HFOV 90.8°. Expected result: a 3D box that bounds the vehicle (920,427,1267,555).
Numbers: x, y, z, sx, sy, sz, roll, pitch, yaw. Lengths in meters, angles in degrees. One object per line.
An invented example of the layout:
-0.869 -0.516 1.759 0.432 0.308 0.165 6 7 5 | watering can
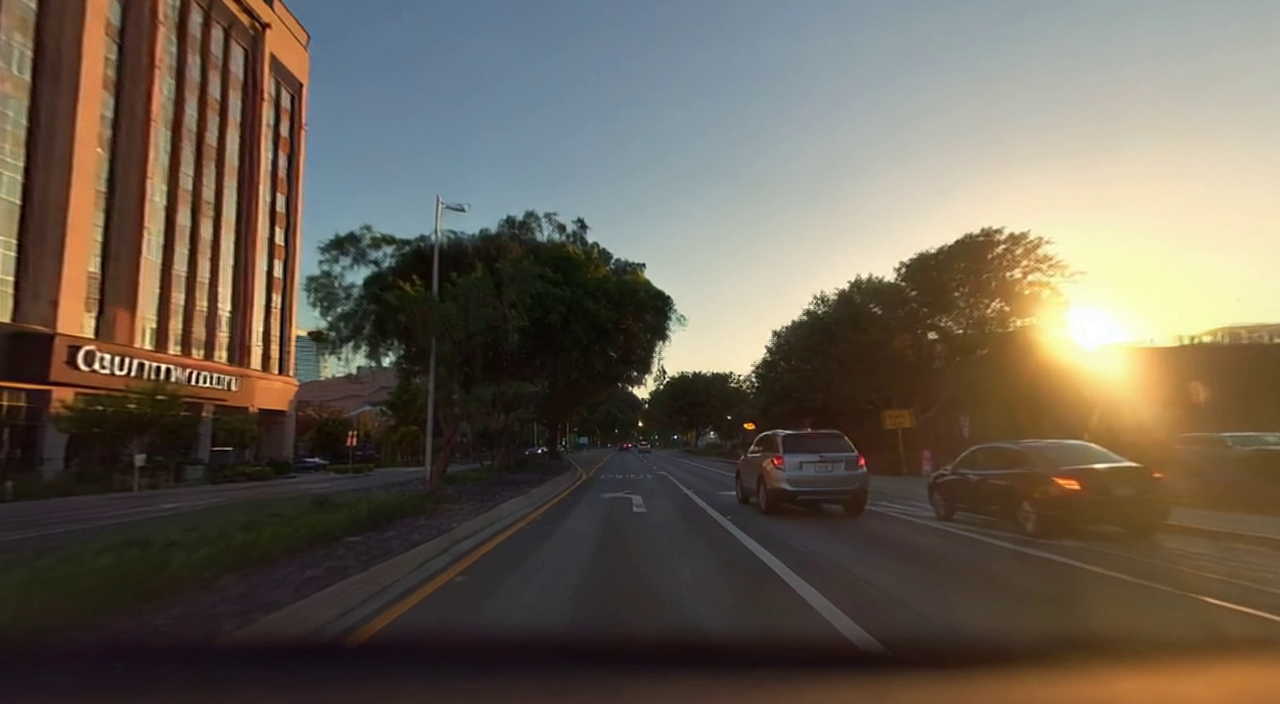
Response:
6.616 2.062 10.239 2.088 1.524 5.085 -1 -9 4 | vehicle

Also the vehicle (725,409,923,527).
3.473 2.357 13.357 2.505 1.971 5.162 0 -9 -1 | vehicle
